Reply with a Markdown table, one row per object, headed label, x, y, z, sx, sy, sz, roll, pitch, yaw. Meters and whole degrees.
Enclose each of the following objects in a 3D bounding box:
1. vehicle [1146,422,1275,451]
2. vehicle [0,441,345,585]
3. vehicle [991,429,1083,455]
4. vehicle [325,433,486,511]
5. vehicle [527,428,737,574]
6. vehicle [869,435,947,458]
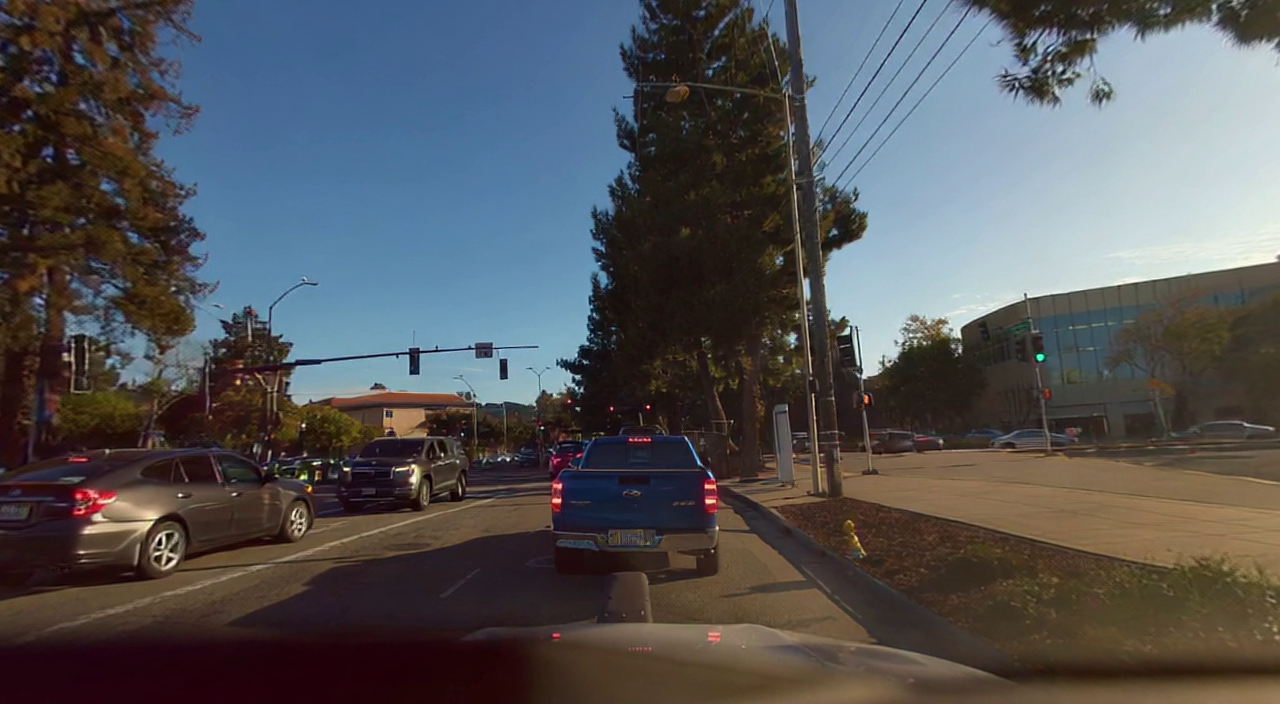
| label | x | y | z | sx | sy | sz | roll | pitch | yaw |
| --- | --- | --- | --- | --- | --- | --- | --- | --- | --- |
| vehicle | 30.524 | 4.593 | 33.812 | 4.739 | 1.472 | 1.804 | -5 | -10 | 29 |
| vehicle | -6.342 | 2.076 | 9.025 | 1.948 | 1.530 | 4.283 | 0 | -9 | 3 |
| vehicle | 23.785 | 5.435 | 37.759 | 4.454 | 1.440 | 1.816 | -5 | -10 | 30 |
| vehicle | -6.171 | 3.225 | 17.422 | 2.230 | 1.811 | 5.183 | -1 | -9 | 3 |
| vehicle | -0.056 | 1.866 | 8.677 | 2.182 | 1.501 | 4.150 | 0 | -9 | 1 |
| vehicle | 17.549 | 6.195 | 41.111 | 4.441 | 1.452 | 1.798 | -5 | -10 | 30 |
